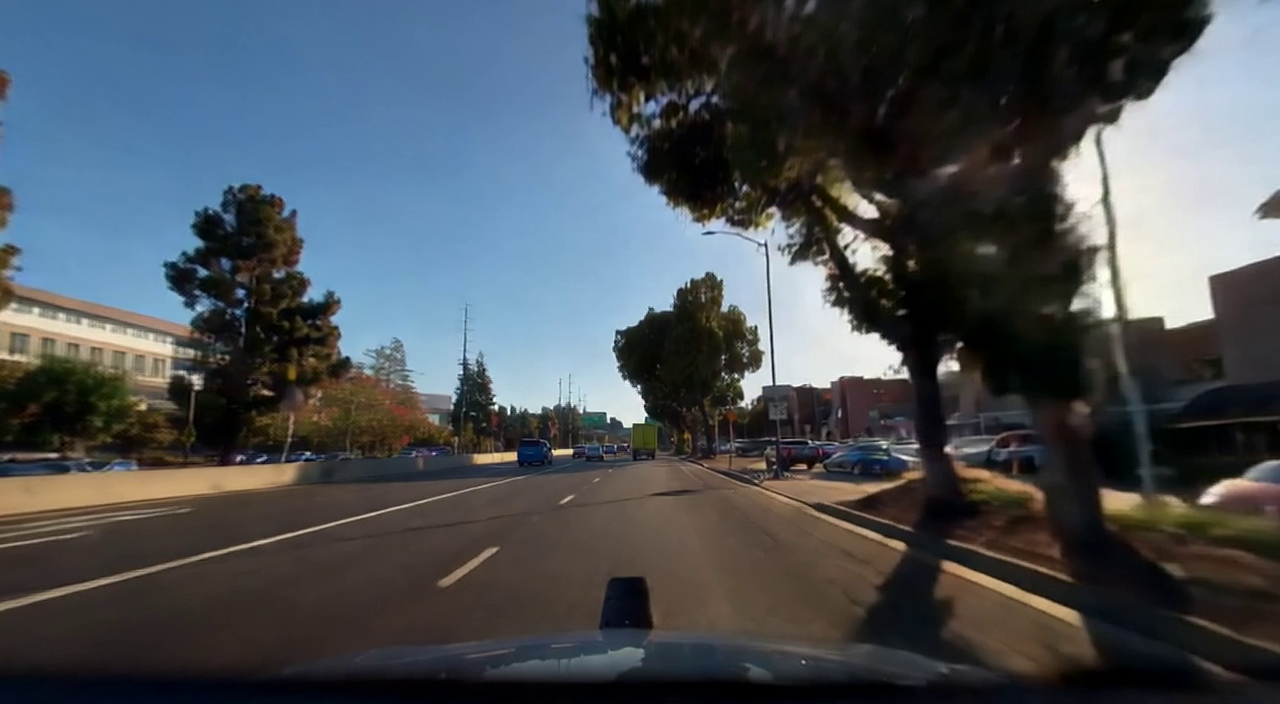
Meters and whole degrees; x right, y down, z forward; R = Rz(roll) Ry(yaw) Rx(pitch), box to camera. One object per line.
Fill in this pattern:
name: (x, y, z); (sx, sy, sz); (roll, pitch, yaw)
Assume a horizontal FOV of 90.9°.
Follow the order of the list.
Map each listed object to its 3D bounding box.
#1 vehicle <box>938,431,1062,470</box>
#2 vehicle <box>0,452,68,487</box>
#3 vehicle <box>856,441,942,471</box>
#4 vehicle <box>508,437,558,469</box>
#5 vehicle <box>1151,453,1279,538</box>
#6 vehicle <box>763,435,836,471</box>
vehicle: (18.638, 5.149, 33.095); (2.211, 1.880, 5.847); (2, -9, -12)
vehicle: (-34.146, 6.318, 33.951); (4.555, 1.761, 2.039); (0, -8, 0)
vehicle: (13.543, 5.449, 33.287); (1.944, 1.476, 4.483); (2, -9, -12)
vehicle: (-6.755, 6.463, 40.410); (2.149, 1.893, 5.187); (0, -9, 1)
vehicle: (13.286, 2.858, 12.877); (3.967, 1.552, 1.914); (0, -9, -1)
vehicle: (8.296, 5.304, 33.368); (2.057, 1.750, 4.679); (1, -9, -8)
